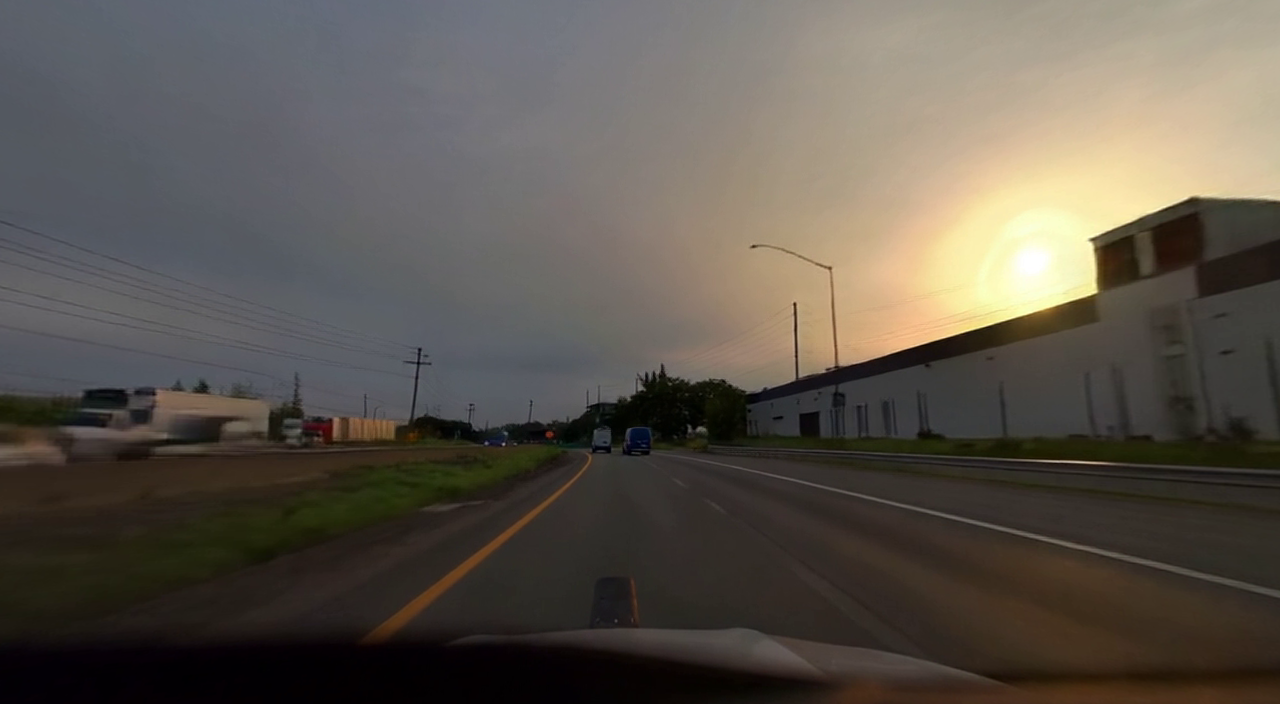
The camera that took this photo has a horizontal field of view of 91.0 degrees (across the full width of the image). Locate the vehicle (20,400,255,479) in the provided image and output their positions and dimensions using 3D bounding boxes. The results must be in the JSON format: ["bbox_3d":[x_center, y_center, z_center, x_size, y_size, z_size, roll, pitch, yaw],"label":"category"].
[{"bbox_3d":[-11.508,2.074,14.946,2.009,1.574,4.419,0,-8,-2],"label":"vehicle"}]
